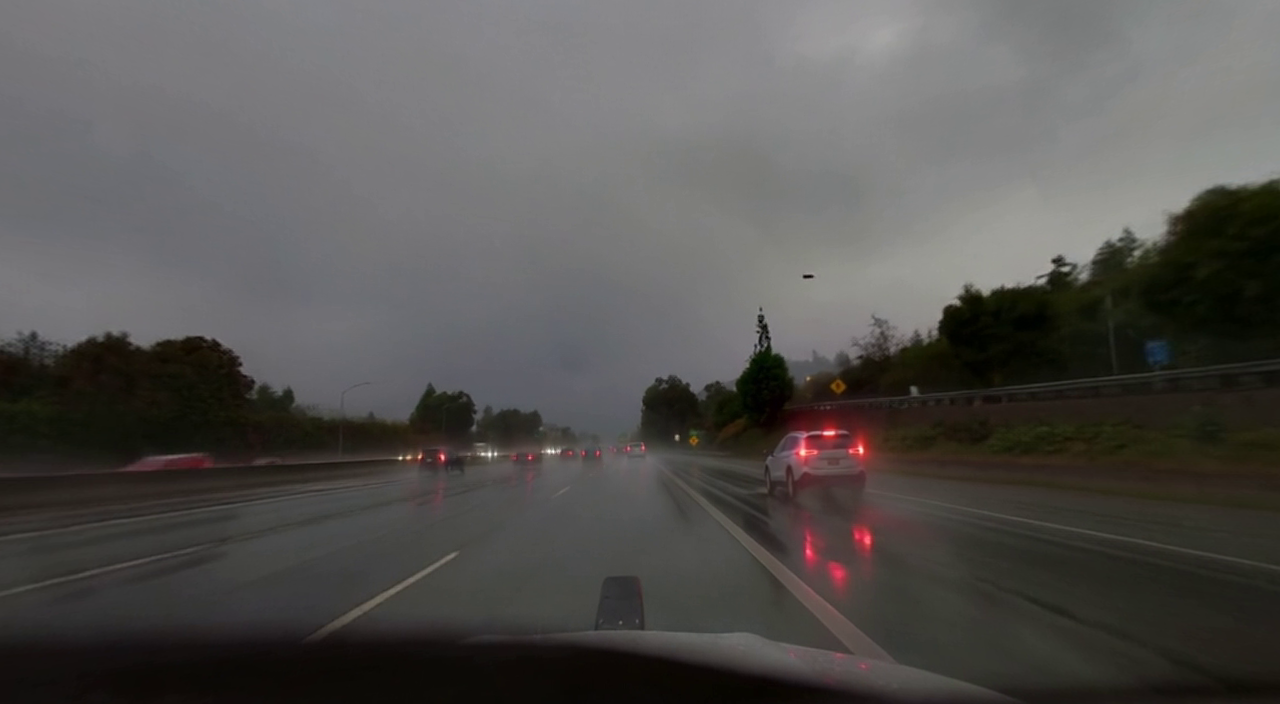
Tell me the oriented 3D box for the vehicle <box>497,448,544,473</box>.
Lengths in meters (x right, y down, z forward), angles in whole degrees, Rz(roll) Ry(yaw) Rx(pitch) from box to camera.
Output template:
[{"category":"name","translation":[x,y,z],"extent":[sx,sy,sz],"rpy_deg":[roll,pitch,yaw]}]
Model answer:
[{"category":"vehicle","translation":[-7.561,6.884,40.284],"extent":[2.071,1.486,4.703],"rpy_deg":[0,-9,0]}]

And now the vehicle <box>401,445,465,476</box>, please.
[{"category":"vehicle","translation":[-11.605,6.108,35.645],"extent":[2.107,1.628,4.446],"rpy_deg":[0,-9,0]}]

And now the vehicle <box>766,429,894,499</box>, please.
[{"category":"vehicle","translation":[5.494,3.328,19.045],"extent":[2.259,1.816,4.862],"rpy_deg":[0,-9,-1]}]
